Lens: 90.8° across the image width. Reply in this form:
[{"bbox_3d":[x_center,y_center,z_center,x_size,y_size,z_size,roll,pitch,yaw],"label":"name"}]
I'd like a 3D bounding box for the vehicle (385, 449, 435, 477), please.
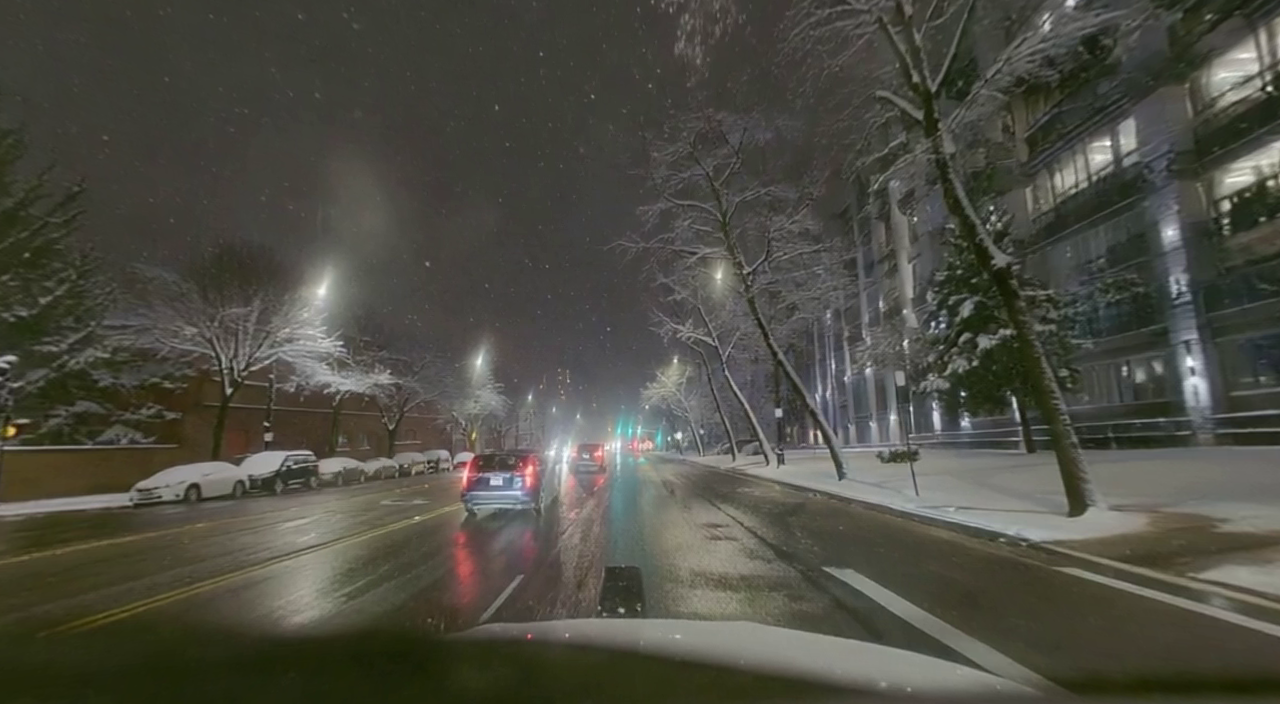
[{"bbox_3d":[-15.892,7.673,43.852,1.897,1.805,4.538,0,-8,-2],"label":"vehicle"}]

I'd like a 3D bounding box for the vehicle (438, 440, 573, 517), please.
[{"bbox_3d":[-2.790,2.722,14.153,2.051,1.454,4.132,0,-8,1],"label":"vehicle"}]

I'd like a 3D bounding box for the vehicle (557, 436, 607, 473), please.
[{"bbox_3d":[-3.021,5.475,33.934,2.190,1.840,4.720,0,-8,1],"label":"vehicle"}]

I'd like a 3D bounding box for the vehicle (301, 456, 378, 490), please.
[{"bbox_3d":[-15.504,6.219,32.858,1.942,1.431,4.553,-5,-9,-3],"label":"vehicle"}]

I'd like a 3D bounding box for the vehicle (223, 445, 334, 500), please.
[{"bbox_3d":[-15.489,5.152,27.458,2.129,1.967,4.907,-4,-9,-3],"label":"vehicle"}]

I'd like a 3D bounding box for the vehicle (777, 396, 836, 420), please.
[{"bbox_3d":[12.069,4.072,45.941,3.827,1.556,1.730,-1,-8,0],"label":"vehicle"}]

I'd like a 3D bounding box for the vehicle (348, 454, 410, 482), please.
[{"bbox_3d":[-15.659,6.987,38.186,1.871,1.485,4.573,0,-8,-1],"label":"vehicle"}]

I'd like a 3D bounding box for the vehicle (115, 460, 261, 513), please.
[{"bbox_3d":[-15.588,4.614,22.167,1.775,1.461,4.433,-4,-9,2],"label":"vehicle"}]
